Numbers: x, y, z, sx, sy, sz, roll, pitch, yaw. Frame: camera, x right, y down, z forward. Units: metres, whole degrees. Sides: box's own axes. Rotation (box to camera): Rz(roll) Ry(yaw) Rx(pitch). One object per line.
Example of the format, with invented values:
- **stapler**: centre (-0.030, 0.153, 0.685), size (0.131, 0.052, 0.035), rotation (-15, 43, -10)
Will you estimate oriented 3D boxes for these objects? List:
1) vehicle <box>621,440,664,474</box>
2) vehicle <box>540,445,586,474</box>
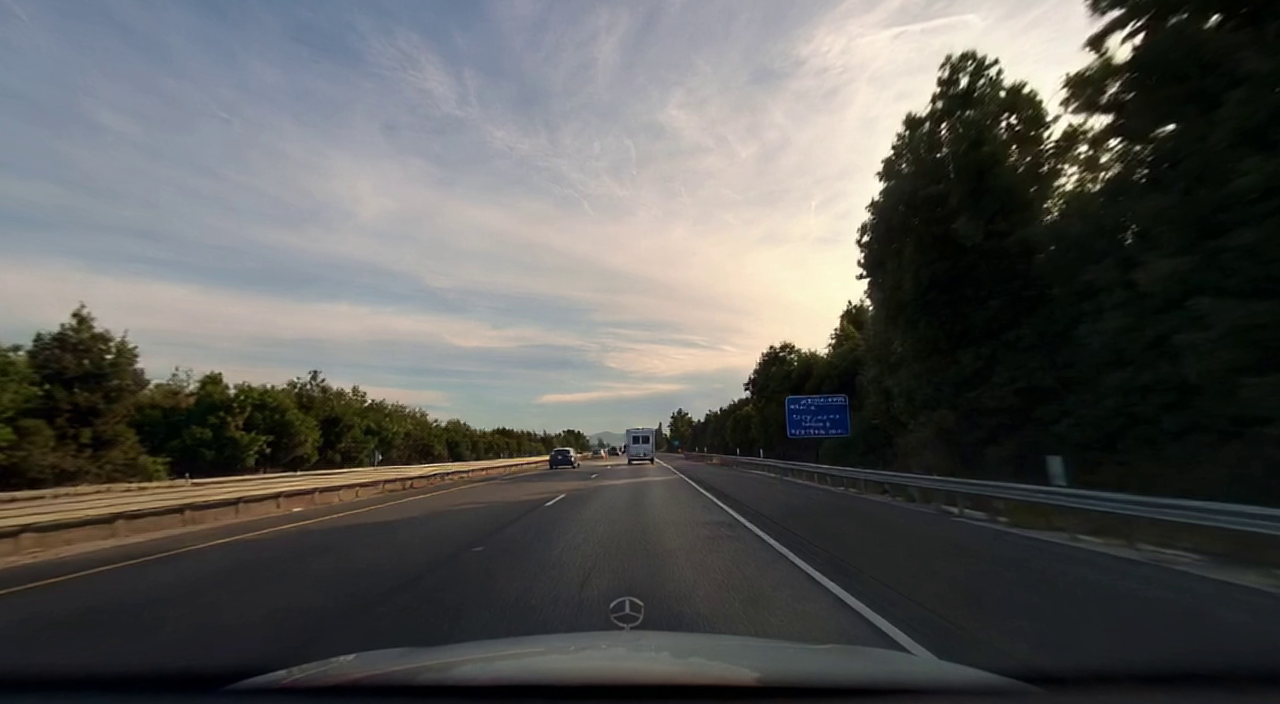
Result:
- **vehicle**: centre (0.131, 5.646, 33.993), size (2.172, 1.687, 3.929), rotation (0, -9, 0)
- **vehicle**: centre (-4.186, 5.959, 35.062), size (2.031, 1.482, 4.248), rotation (0, -9, 0)
